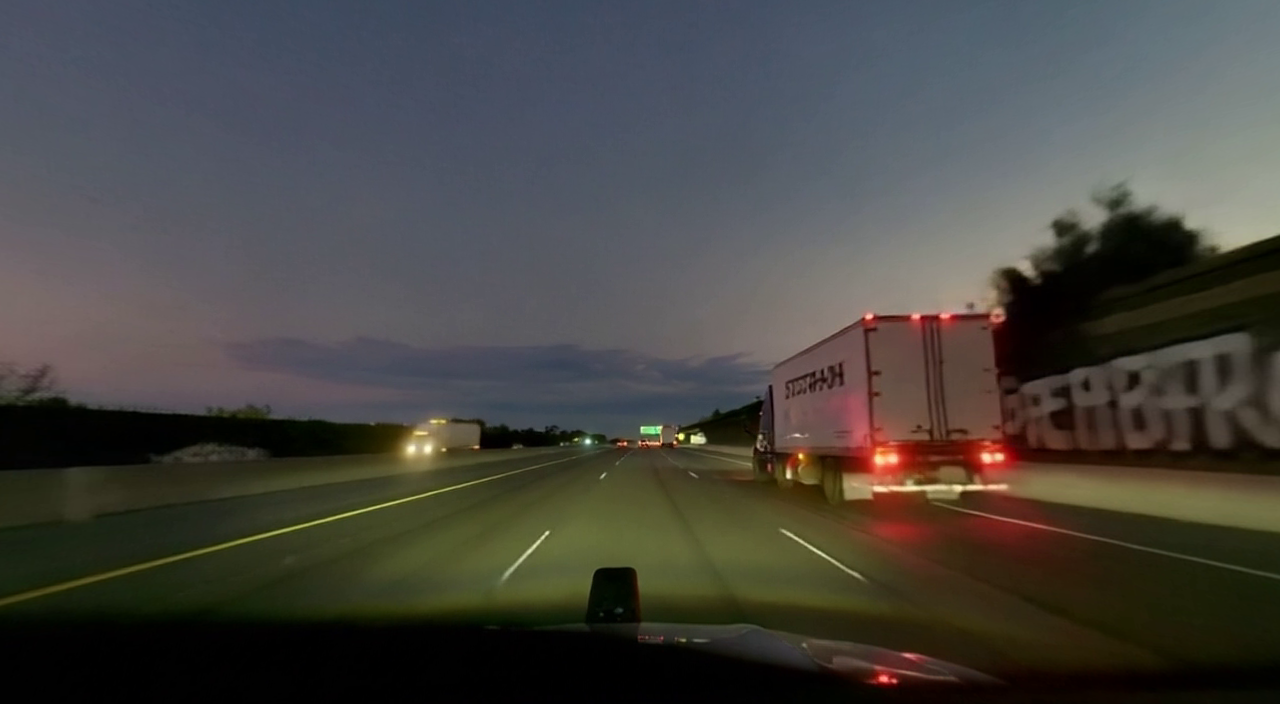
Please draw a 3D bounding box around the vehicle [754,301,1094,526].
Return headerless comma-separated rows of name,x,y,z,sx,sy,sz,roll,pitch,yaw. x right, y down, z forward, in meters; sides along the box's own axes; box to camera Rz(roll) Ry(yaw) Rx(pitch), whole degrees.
vehicle,5.312,1.634,15.033,2.949,3.470,10.539,0,-8,-1
